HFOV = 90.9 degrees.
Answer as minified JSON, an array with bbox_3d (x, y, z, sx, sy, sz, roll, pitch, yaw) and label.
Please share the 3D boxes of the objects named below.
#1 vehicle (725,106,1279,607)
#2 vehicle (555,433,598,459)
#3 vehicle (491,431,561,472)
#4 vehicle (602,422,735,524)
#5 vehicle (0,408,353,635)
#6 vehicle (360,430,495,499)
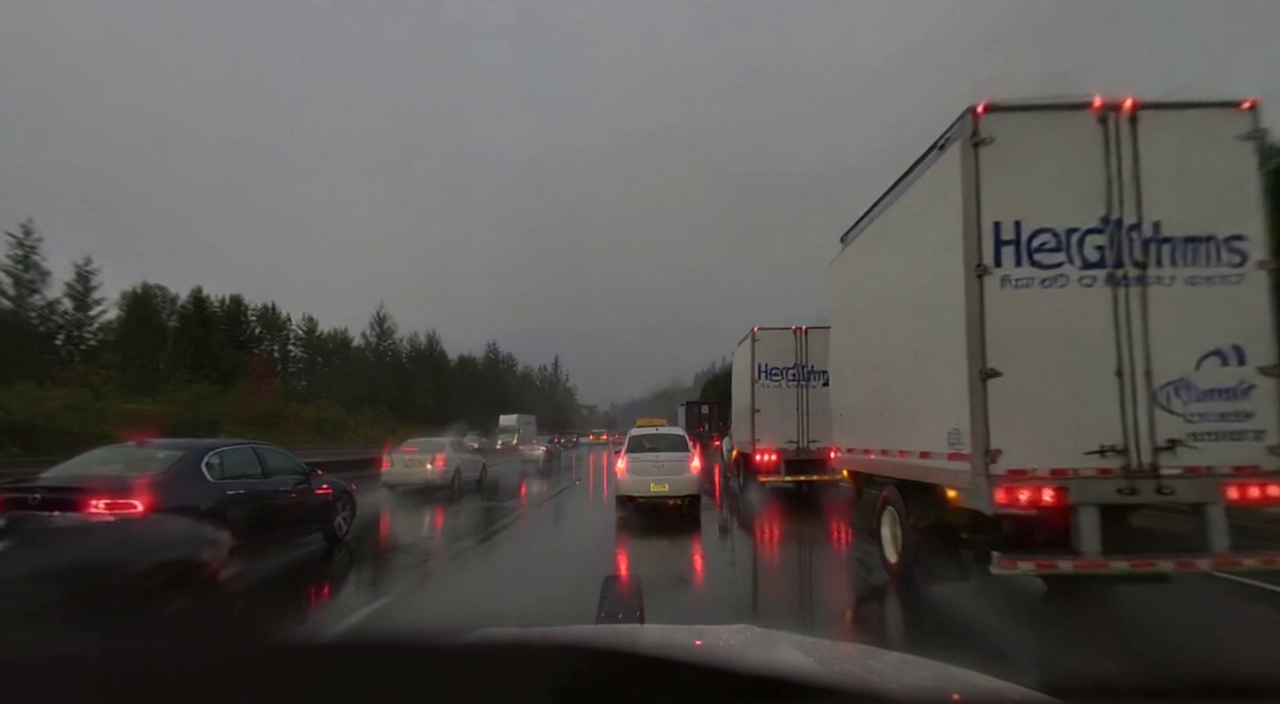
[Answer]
[{"bbox_3d":[4.082,0.891,12.085,2.817,3.989,14.321,0,-8,0],"label":"vehicle"},{"bbox_3d":[-3.752,5.693,38.255,2.005,1.475,4.466,0,-8,2],"label":"vehicle"},{"bbox_3d":[-4.486,3.979,25.449,1.887,1.493,4.411,0,-8,1],"label":"vehicle"},{"bbox_3d":[0.394,2.045,11.191,1.973,1.505,3.568,0,-8,-1],"label":"vehicle"},{"bbox_3d":[-4.575,1.388,6.133,1.821,1.514,3.677,0,-8,0],"label":"vehicle"},{"bbox_3d":[-5.006,2.685,15.521,1.880,1.458,3.978,0,-8,1],"label":"vehicle"}]
